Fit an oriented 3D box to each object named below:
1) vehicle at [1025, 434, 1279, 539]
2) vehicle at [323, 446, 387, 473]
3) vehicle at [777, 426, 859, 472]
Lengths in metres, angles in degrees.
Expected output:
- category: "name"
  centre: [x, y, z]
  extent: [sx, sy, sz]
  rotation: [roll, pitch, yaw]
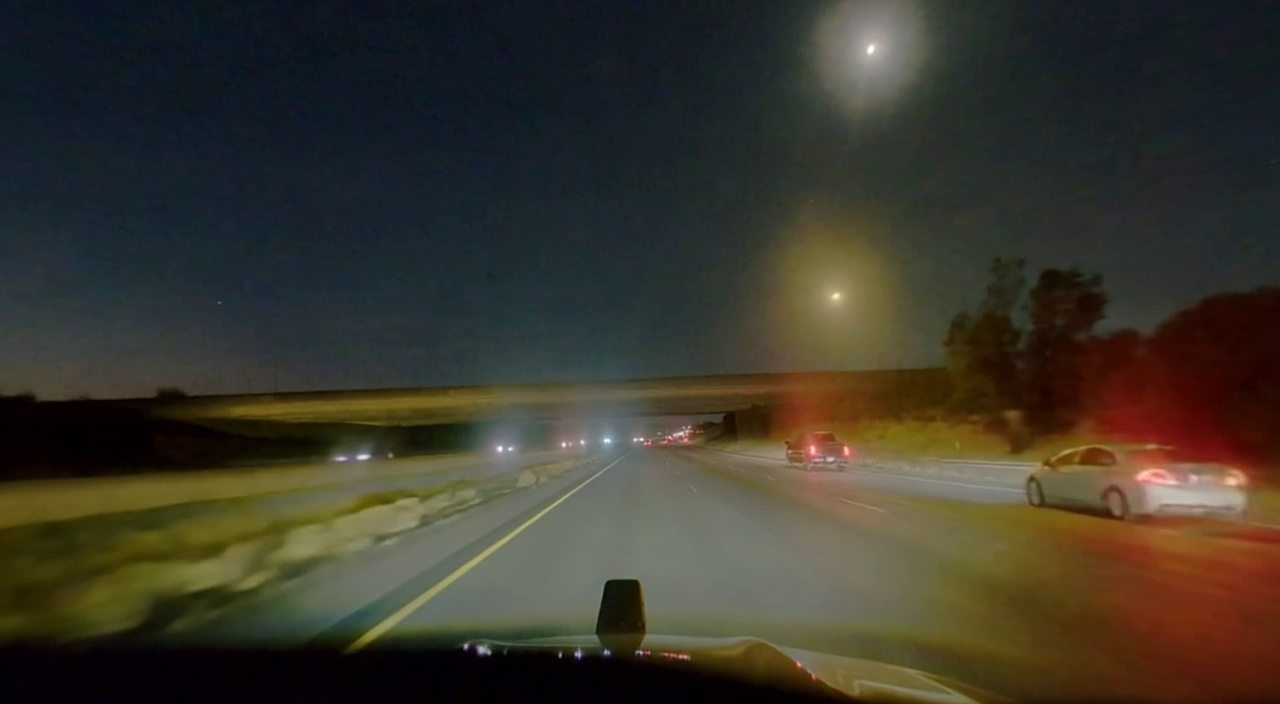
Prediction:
- category: "vehicle"
  centre: [9.066, 2.213, 11.002]
  extent: [1.927, 1.472, 4.076]
  rotation: [0, -9, -2]
- category: "vehicle"
  centre: [-16.968, 6.406, 37.619]
  extent: [1.792, 1.478, 4.262]
  rotation: [0, -8, 0]
- category: "vehicle"
  centre: [8.678, 4.809, 31.234]
  extent: [2.362, 2.037, 5.409]
  rotation: [0, -9, -1]
